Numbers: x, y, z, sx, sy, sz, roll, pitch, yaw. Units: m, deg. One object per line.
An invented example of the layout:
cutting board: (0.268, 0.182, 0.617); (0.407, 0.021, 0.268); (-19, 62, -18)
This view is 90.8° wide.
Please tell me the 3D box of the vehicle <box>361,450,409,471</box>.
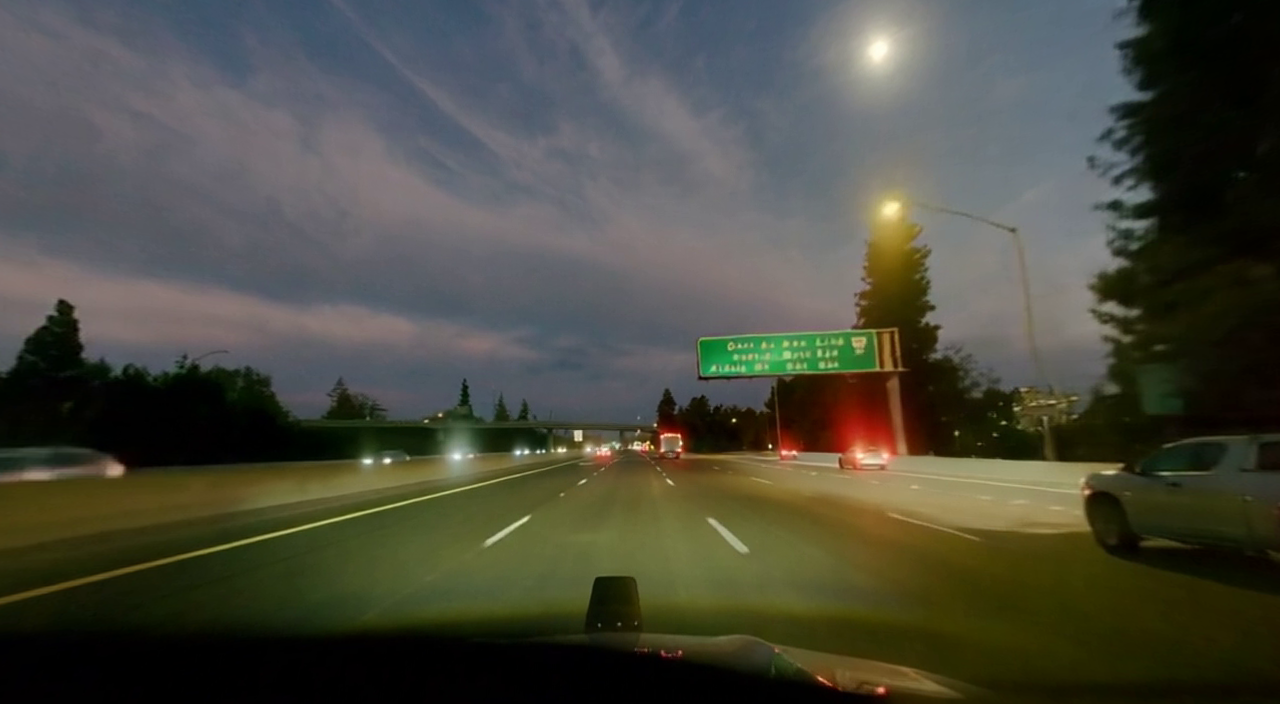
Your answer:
vehicle: (-19.418, 8.278, 48.247); (1.832, 1.484, 4.366); (0, -9, 0)

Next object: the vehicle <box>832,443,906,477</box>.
vehicle: (10.811, 5.119, 30.187); (1.878, 1.509, 4.327); (0, -9, 0)

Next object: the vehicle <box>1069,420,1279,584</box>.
vehicle: (6.853, 1.439, 6.206); (1.861, 1.500, 4.860); (0, -9, 0)

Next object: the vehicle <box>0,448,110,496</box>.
vehicle: (-23.349, 4.505, 24.084); (1.864, 1.680, 5.079); (0, -9, 0)
